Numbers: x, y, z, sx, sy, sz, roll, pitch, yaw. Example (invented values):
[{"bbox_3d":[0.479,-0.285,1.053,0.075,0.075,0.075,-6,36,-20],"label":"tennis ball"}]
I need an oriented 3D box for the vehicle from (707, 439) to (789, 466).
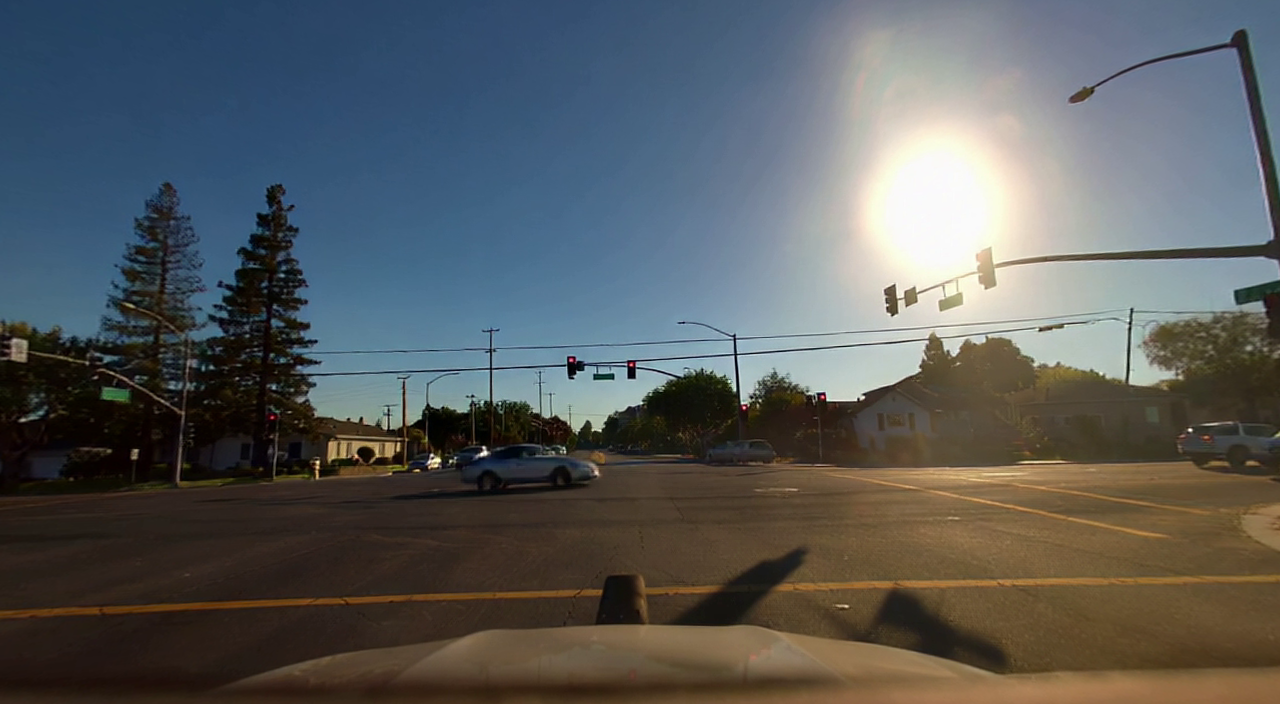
[{"bbox_3d":[6.659,6.261,39.422,1.932,1.539,4.873,7,-12,-42],"label":"vehicle"}]

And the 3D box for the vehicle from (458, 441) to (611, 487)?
[{"bbox_3d":[-3.439,3.766,21.394,4.823,1.449,2.017,0,-9,0],"label":"vehicle"}]

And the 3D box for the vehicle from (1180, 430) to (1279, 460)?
[{"bbox_3d":[31.306,4.887,33.039,4.318,1.488,1.870,0,-9,-1],"label":"vehicle"}]
